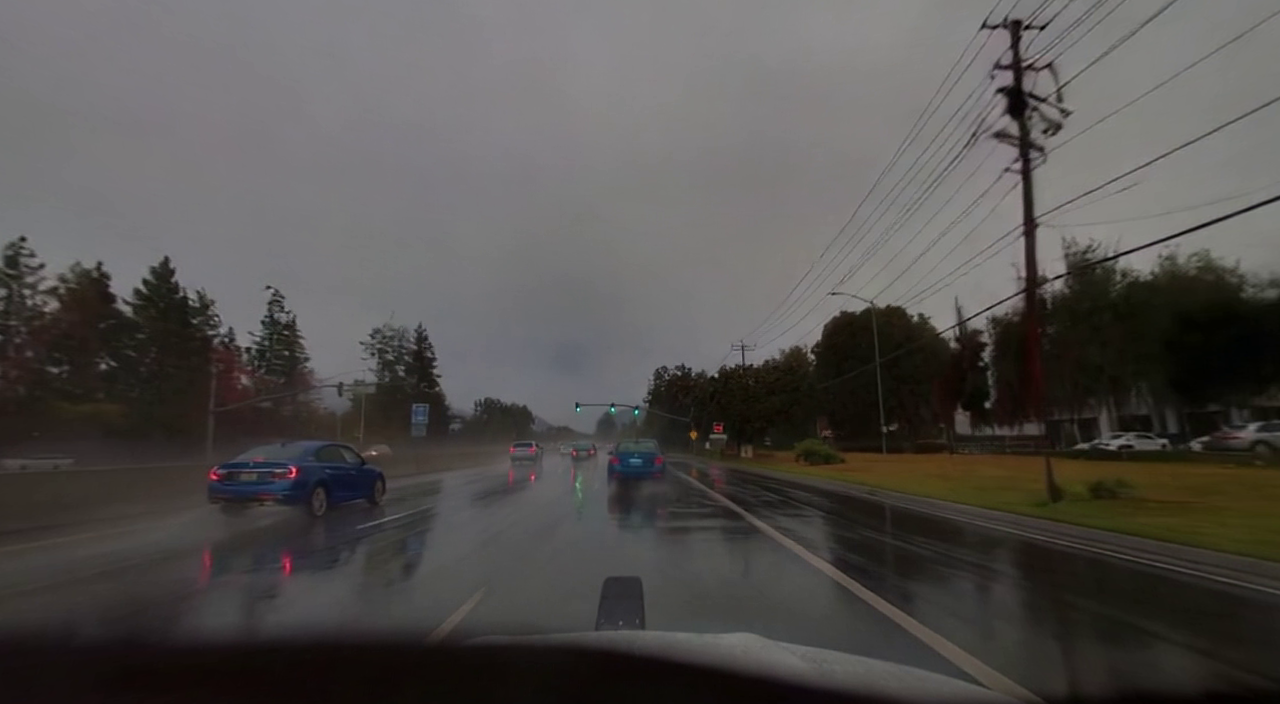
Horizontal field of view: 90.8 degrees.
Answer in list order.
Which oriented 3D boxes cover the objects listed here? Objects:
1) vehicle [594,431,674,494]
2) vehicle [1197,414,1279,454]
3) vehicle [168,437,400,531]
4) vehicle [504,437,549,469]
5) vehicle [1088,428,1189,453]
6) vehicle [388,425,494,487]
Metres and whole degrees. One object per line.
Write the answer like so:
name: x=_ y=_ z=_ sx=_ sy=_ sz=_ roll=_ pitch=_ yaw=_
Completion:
vehicle: x=-0.183 y=3.242 z=18.892 sx=2.140 sy=1.653 sz=4.108 roll=0 pitch=-8 yaw=-1
vehicle: x=29.563 y=3.880 z=29.779 sx=4.554 sy=1.761 sz=2.095 roll=0 pitch=-8 yaw=0
vehicle: x=-6.580 y=2.446 z=12.434 sx=1.900 sy=1.483 sz=4.547 roll=0 pitch=-8 yaw=0
vehicle: x=-6.623 y=5.962 z=37.327 sx=1.914 sy=1.756 sz=4.179 roll=0 pitch=-8 yaw=-1
vehicle: x=29.102 y=5.176 z=36.970 sx=4.105 sy=1.306 sz=2.050 roll=-2 pitch=-8 yaw=1
vehicle: x=-6.823 y=3.618 z=22.327 sx=2.144 sy=1.905 sz=4.967 roll=0 pitch=-8 yaw=0
